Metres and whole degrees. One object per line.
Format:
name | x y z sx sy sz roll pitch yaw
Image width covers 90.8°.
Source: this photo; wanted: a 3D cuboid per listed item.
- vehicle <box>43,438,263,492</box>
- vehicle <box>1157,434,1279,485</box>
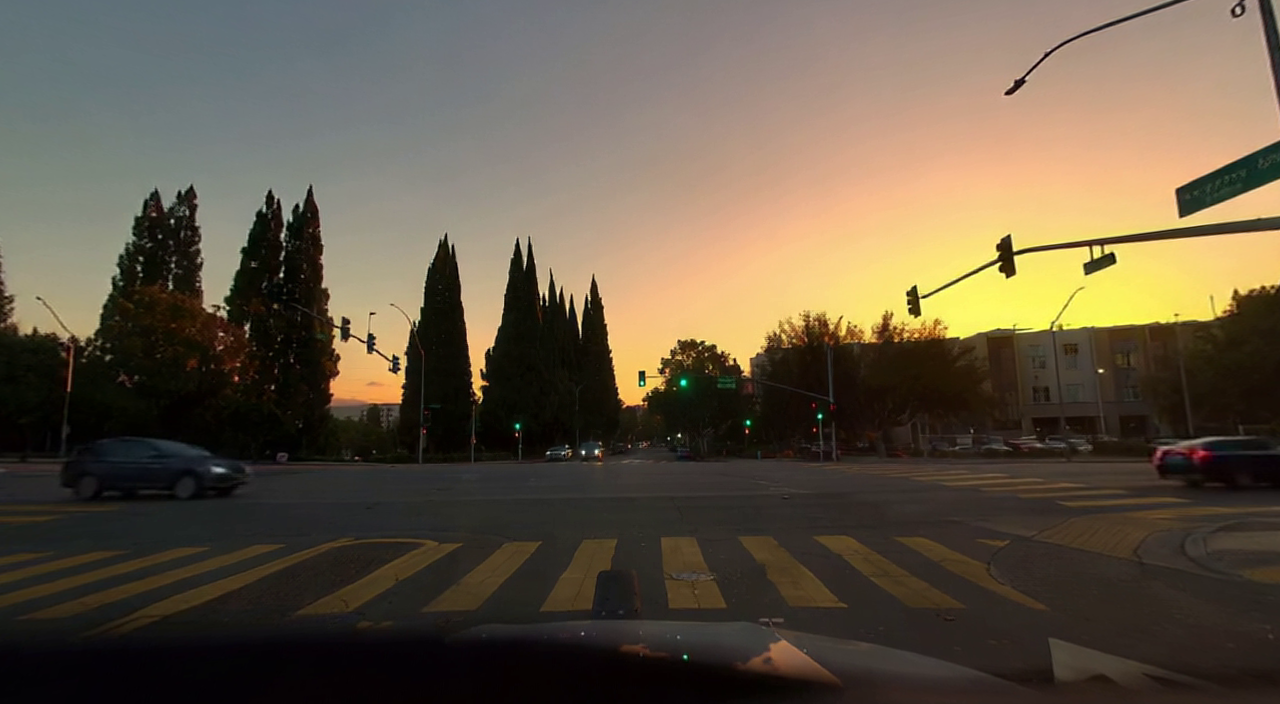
vehicle | -14.262 3.318 18.756 4.838 1.468 2.052 0 -9 1
vehicle | 18.892 3.232 19.173 4.698 1.466 1.883 0 -9 0
